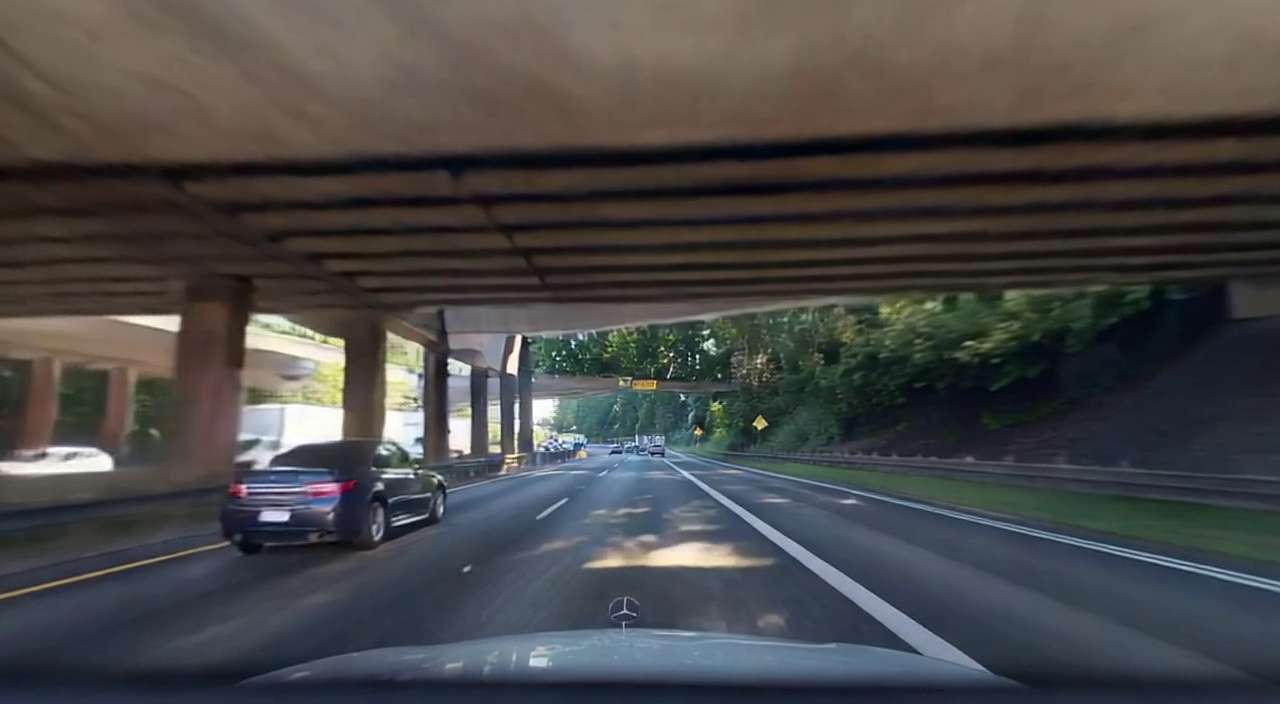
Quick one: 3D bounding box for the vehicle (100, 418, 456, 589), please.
[{"bbox_3d":[-3.938,1.710,7.892,1.936,1.545,4.116,0,-9,1],"label":"vehicle"}]
